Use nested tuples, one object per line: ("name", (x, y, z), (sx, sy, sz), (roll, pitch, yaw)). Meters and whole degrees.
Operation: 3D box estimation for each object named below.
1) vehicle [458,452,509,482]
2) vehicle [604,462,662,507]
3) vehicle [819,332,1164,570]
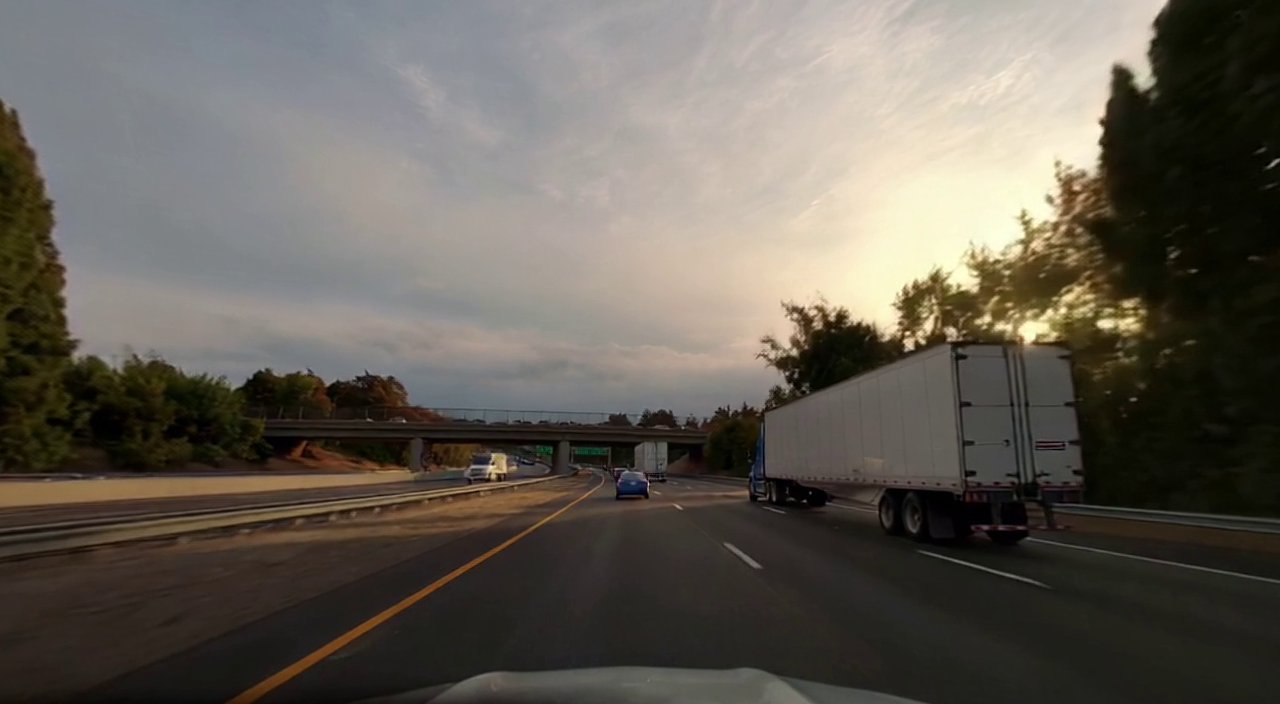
("vehicle", (-10.391, 7.734, 42.277), (1.997, 1.794, 5.701), (1, -11, -1))
("vehicle", (-0.253, 5.101, 24.405), (2.067, 1.552, 3.601), (1, -11, -1))
("vehicle", (6.597, 2.242, 13.937), (2.839, 3.684, 8.091), (1, -11, 0))
